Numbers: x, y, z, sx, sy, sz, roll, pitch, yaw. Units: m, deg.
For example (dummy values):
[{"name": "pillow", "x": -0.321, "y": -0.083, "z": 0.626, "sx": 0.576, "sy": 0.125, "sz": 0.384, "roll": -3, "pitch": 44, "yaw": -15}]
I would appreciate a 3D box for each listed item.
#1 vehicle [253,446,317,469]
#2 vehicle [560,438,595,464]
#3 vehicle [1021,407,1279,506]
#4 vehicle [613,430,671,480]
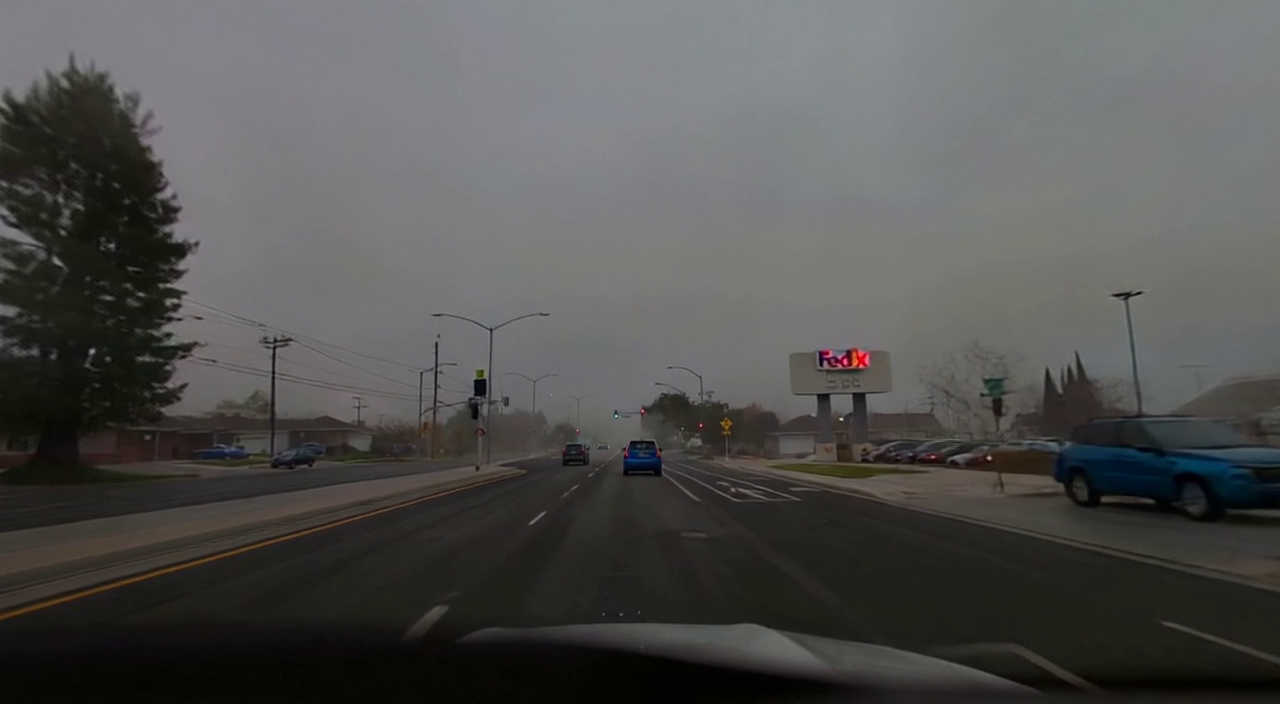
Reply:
[{"name": "vehicle", "x": -26.405, "y": 7.868, "z": 47.185, "sx": 2.031, "sy": 1.622, "sz": 4.722, "roll": 0, "pitch": -9, "yaw": 1}, {"name": "vehicle", "x": -4.558, "y": 7.297, "z": 46.669, "sx": 2.202, "sy": 1.856, "sz": 4.516, "roll": 0, "pitch": -9, "yaw": -1}, {"name": "vehicle", "x": 11.385, "y": 2.141, "z": 13.072, "sx": 5.506, "sy": 1.850, "sz": 2.156, "roll": 0, "pitch": -9, "yaw": 1}, {"name": "vehicle", "x": 0.026, "y": 4.382, "z": 27.172, "sx": 2.273, "sy": 1.909, "sz": 5.075, "roll": 0, "pitch": -9, "yaw": -1}]
